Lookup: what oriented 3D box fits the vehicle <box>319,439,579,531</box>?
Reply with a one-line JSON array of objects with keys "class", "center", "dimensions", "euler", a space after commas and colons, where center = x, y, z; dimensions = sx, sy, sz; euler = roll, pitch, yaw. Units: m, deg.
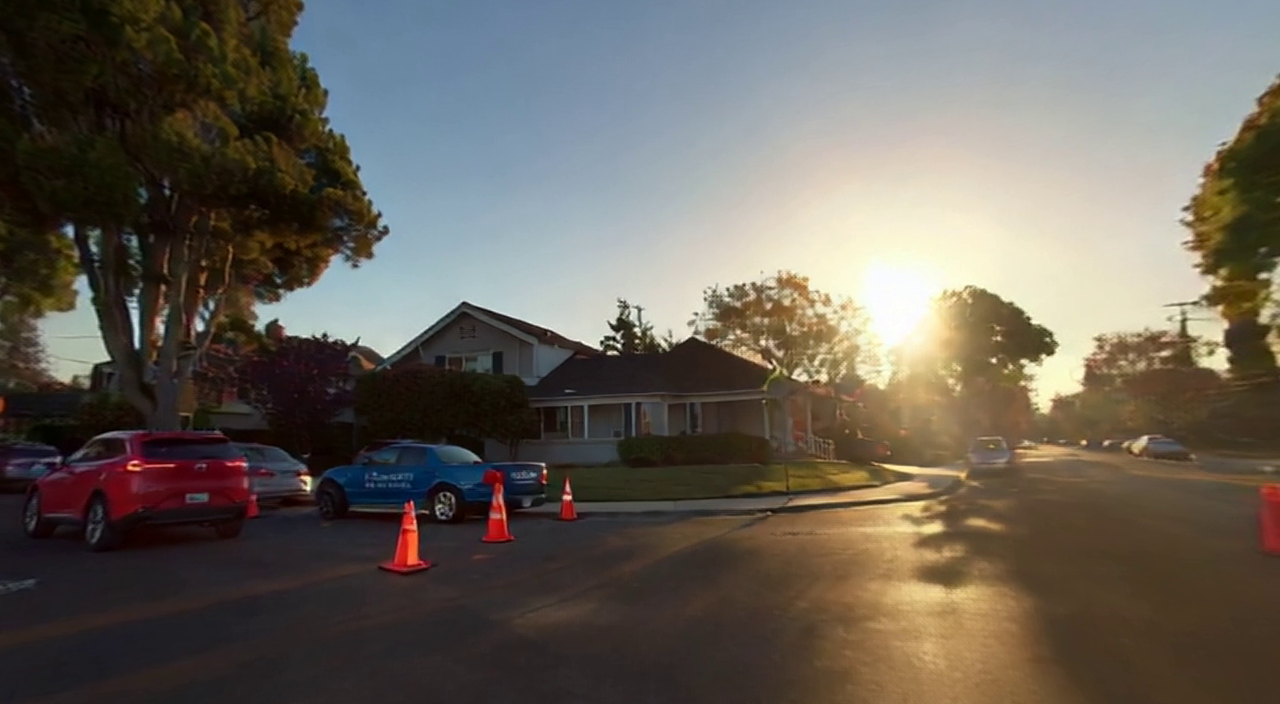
[{"class": "vehicle", "center": [-3.858, 2.550, 12.766], "dimensions": [4.710, 1.515, 2.400], "euler": [-5, -10, 30]}]

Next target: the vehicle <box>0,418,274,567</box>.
[{"class": "vehicle", "center": [-7.916, 1.985, 9.651], "dimensions": [4.094, 1.748, 2.350], "euler": [-6, -10, 33]}]

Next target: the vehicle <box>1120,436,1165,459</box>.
[{"class": "vehicle", "center": [36.982, 7.028, 46.572], "dimensions": [1.869, 1.635, 4.043], "euler": [-5, -10, 29]}]

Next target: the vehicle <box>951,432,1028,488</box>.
[{"class": "vehicle", "center": [12.433, 3.751, 22.347], "dimensions": [2.014, 1.742, 4.297], "euler": [-6, -10, 31]}]

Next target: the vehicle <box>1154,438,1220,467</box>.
[{"class": "vehicle", "center": [29.694, 5.452, 34.431], "dimensions": [1.829, 1.447, 4.183], "euler": [-5, -10, 29]}]
